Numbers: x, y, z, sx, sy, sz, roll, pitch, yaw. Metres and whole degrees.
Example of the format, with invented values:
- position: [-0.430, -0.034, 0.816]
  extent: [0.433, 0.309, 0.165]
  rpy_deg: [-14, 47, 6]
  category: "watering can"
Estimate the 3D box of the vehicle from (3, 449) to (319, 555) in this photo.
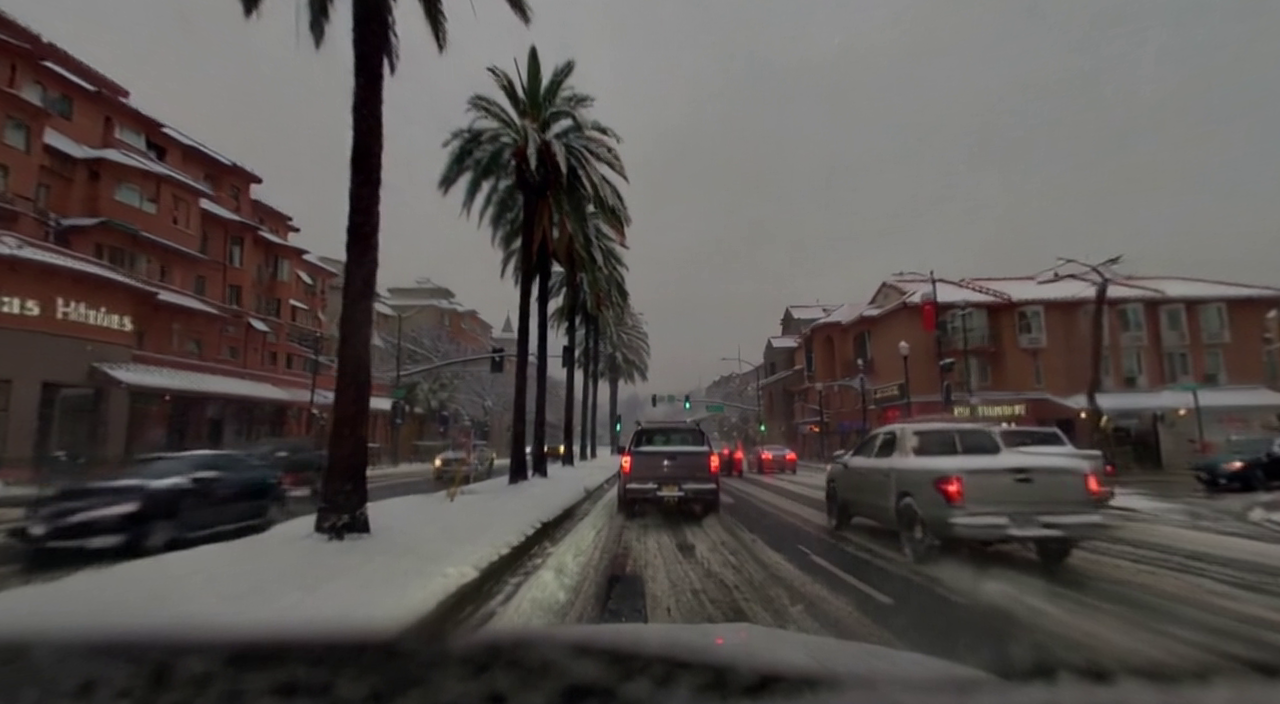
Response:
- position: [-8.187, 2.555, 11.545]
  extent: [2.061, 1.496, 4.600]
  rpy_deg: [-1, -9, 2]
  category: "vehicle"

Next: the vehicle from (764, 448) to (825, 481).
- position: [7.652, 5.587, 31.677]
  extent: [1.958, 1.523, 4.553]
  rpy_deg: [0, -9, 1]
  category: "vehicle"

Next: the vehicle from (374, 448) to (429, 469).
- position: [-18.074, 8.051, 48.013]
  extent: [2.070, 1.499, 4.851]
  rpy_deg: [-1, -9, 3]
  category: "vehicle"

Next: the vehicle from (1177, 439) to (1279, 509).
- position: [15.402, 2.938, 15.650]
  extent: [1.930, 1.522, 4.528]
  rpy_deg: [-4, -9, 25]
  category: "vehicle"

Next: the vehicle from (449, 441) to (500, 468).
- position: [-11.238, 7.013, 43.211]
  extent: [2.134, 1.699, 4.342]
  rpy_deg: [-1, -9, 2]
  category: "vehicle"

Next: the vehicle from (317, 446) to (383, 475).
- position: [-18.404, 6.897, 40.287]
  extent: [1.972, 1.694, 4.466]
  rpy_deg: [0, -9, 1]
  category: "vehicle"

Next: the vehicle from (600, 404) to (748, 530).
- position: [0.614, 2.352, 13.463]
  extent: [2.487, 2.115, 5.444]
  rpy_deg: [0, -9, 1]
  category: "vehicle"

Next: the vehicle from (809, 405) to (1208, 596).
- position: [4.051, 1.730, 8.311]
  extent: [2.283, 1.738, 4.916]
  rpy_deg: [0, -9, 0]
  category: "vehicle"
